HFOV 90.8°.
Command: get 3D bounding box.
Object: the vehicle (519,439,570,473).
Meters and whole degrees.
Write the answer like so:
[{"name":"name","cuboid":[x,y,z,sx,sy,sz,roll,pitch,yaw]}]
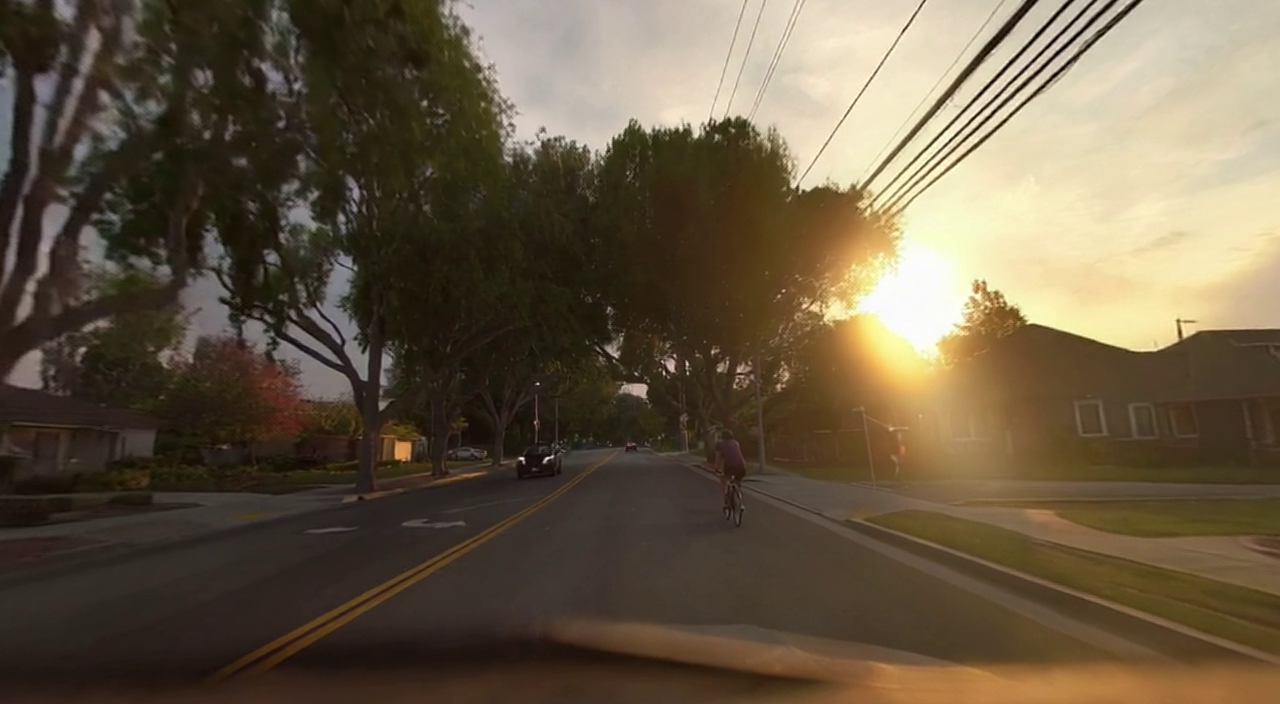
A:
[{"name":"vehicle","cuboid":[-5.247,5.811,35.377,2.073,1.761,4.589,0,-8,1]}]
